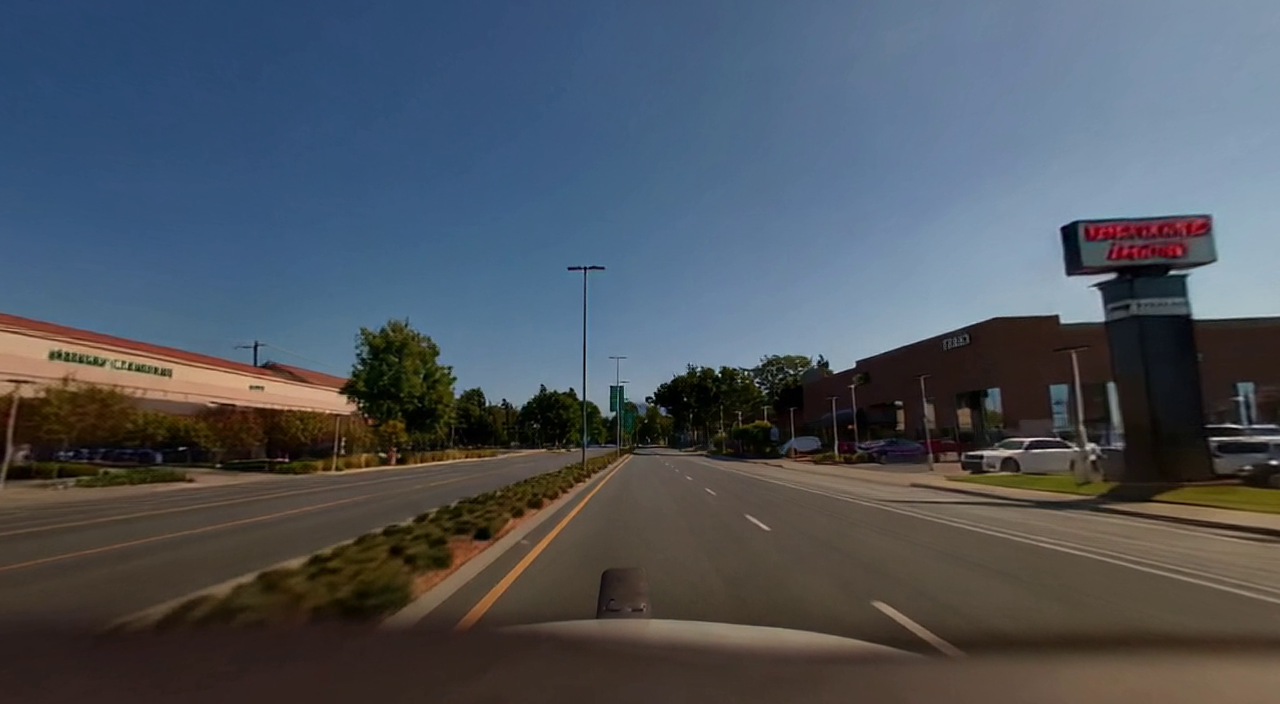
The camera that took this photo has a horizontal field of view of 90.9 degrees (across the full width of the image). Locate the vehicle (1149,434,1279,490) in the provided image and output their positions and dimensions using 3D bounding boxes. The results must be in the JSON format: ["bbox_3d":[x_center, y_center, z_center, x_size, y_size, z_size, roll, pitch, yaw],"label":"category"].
[{"bbox_3d":[17.726,3.116,18.029,4.595,1.466,2.028,0,-9,-4],"label":"vehicle"}]
